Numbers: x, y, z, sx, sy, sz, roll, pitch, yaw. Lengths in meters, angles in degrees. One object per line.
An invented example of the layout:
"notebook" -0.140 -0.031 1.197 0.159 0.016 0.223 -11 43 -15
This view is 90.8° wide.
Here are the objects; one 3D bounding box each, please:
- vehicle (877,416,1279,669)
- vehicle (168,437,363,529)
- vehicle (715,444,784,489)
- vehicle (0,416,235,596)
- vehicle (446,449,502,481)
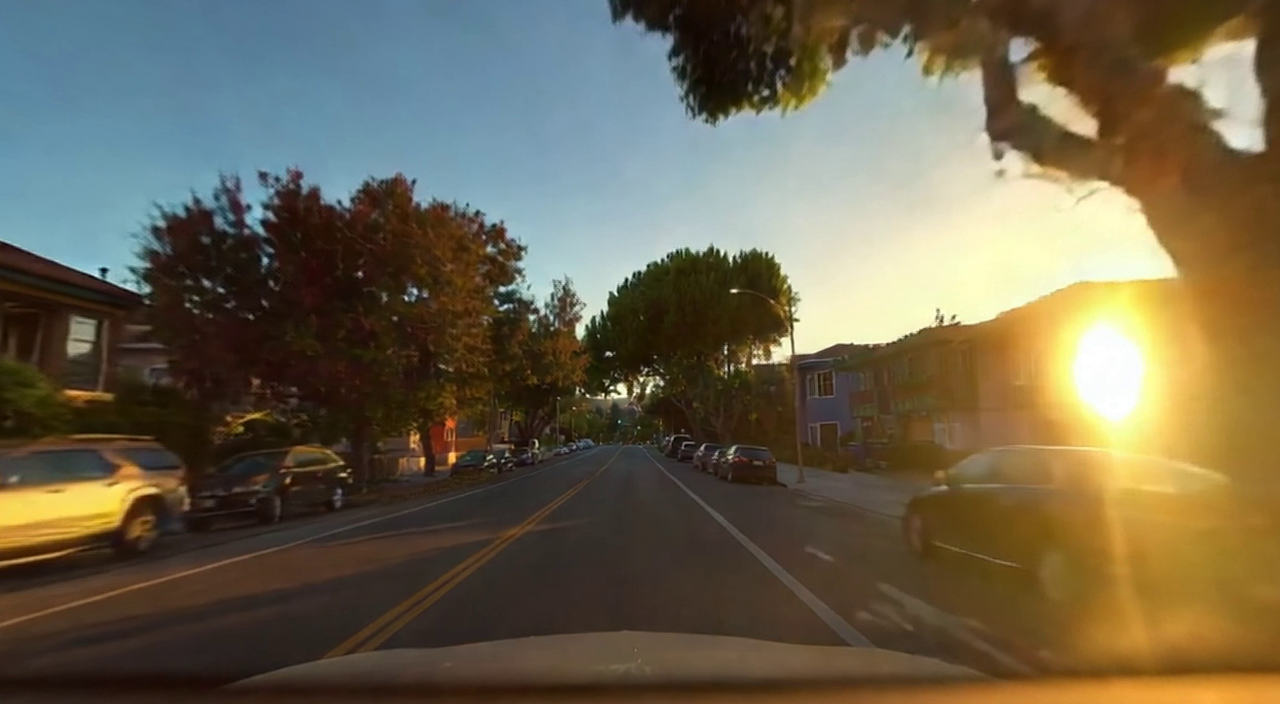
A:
"vehicle" 4.376 1.607 6.475 2.034 1.674 4.271 1 -9 -3
"vehicle" -8.144 2.904 14.359 1.932 1.708 4.460 0 -10 -4
"vehicle" 4.070 4.314 24.100 1.845 1.556 3.929 0 -9 -1
"vehicle" -7.844 1.847 7.963 2.283 1.853 4.903 -1 -9 -1
"vehicle" -8.252 5.650 31.789 1.852 1.482 3.916 -1 -9 -1
